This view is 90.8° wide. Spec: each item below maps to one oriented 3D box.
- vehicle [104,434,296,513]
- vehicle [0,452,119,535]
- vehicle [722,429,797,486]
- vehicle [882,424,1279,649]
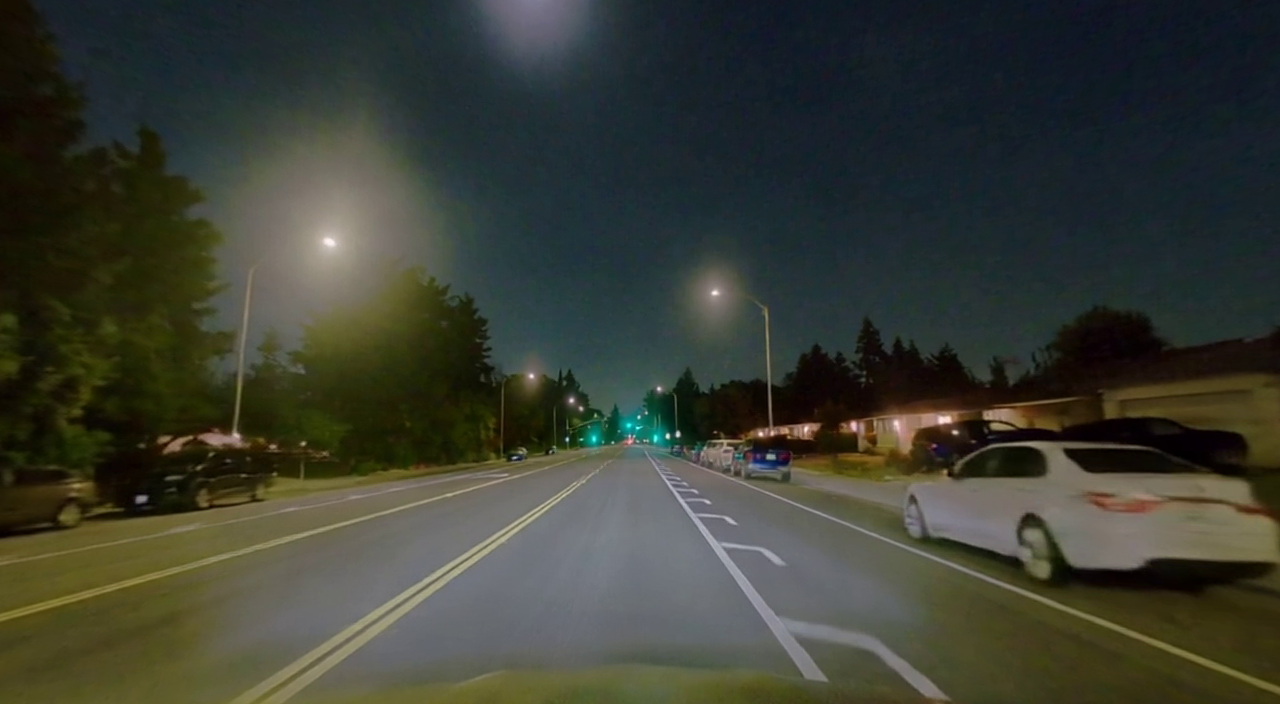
[{"bbox_3d":[-12.601,3.501,18.652,2.075,1.917,4.984,-2,-9,0],"label":"vehicle"},{"bbox_3d":[-12.553,2.683,11.642,1.925,1.498,4.850,-5,-9,-1],"label":"vehicle"},{"bbox_3d":[4.404,3.940,24.164,2.074,1.838,5.402,1,-8,3],"label":"vehicle"},{"bbox_3d":[4.691,1.595,6.808,2.035,1.498,4.910,0,-8,-2],"label":"vehicle"}]
